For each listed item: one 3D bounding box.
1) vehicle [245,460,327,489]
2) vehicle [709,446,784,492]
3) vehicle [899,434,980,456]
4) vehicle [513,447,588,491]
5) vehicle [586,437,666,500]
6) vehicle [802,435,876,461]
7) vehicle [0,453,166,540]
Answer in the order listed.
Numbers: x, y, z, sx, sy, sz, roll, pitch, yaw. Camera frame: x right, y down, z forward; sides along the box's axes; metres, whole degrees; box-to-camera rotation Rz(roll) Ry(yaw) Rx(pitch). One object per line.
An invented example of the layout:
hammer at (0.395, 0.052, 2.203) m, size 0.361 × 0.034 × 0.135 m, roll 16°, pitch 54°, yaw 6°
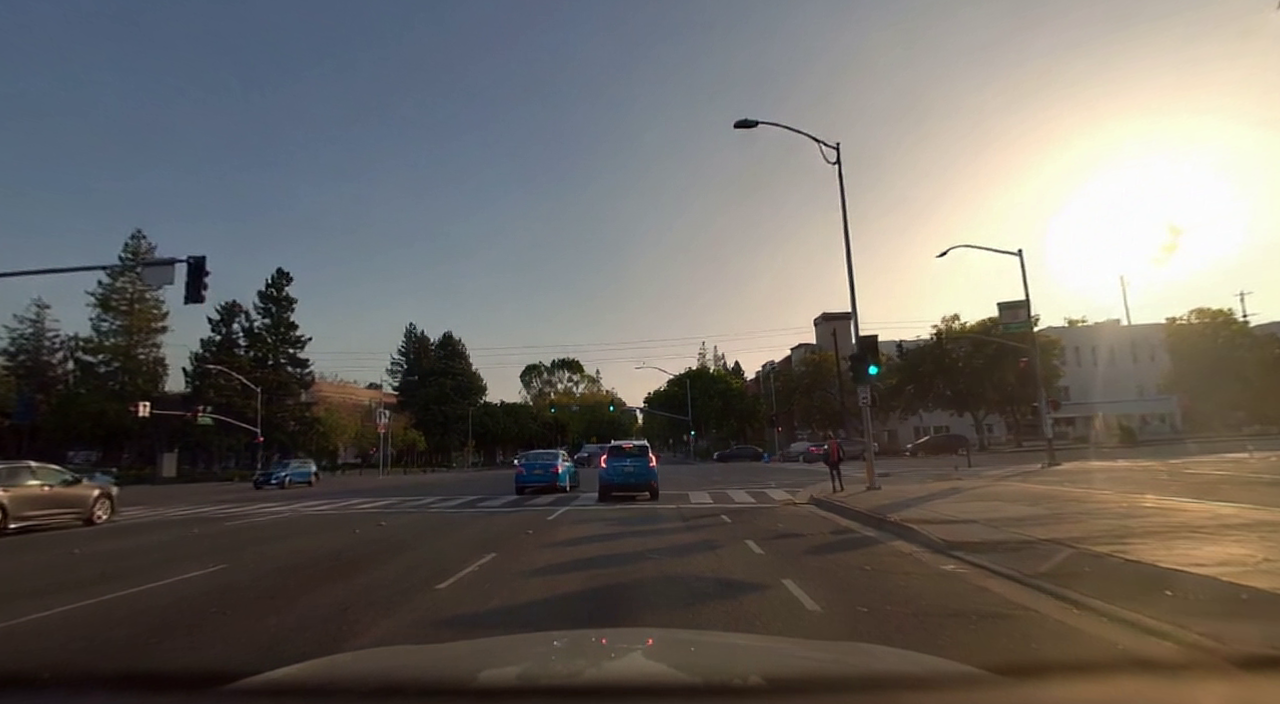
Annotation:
vehicle at (-20.954, 7.235, 37.656) m, size 1.949 × 1.480 × 4.932 m, roll 0°, pitch -8°, yaw 1°
vehicle at (3.898, 4.087, 22.556) m, size 1.976 × 1.462 × 4.342 m, roll -3°, pitch -9°, yaw 18°
vehicle at (20.680, 6.445, 43.723) m, size 4.700 × 1.417 × 1.789 m, roll -1°, pitch -8°, yaw 2°
vehicle at (-3.254, 4.345, 23.875) m, size 2.003 × 1.492 × 4.291 m, roll -1°, pitch -8°, yaw 3°
vehicle at (-0.341, 3.564, 19.712) m, size 2.210 × 1.722 × 4.215 m, roll 0°, pitch -8°, yaw 2°
vehicle at (13.791, 6.676, 44.002) m, size 4.524 × 1.681 × 1.823 m, roll 0°, pitch -8°, yaw 0°
vehicle at (-13.451, 3.123, 14.149) m, size 1.995 × 1.626 × 4.592 m, roll 0°, pitch -8°, yaw 2°
